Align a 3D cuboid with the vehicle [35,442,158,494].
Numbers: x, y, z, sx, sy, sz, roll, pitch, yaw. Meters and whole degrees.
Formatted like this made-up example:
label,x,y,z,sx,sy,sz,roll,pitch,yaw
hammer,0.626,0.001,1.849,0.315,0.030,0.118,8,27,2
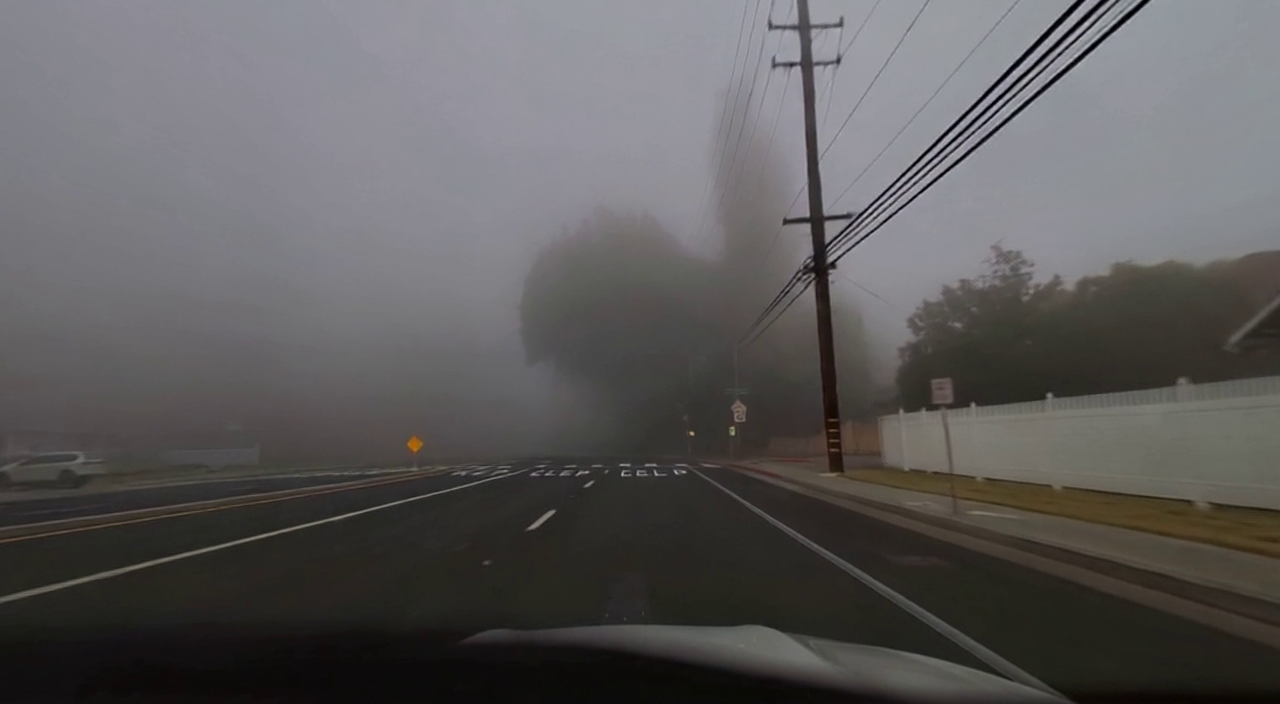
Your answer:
label,x,y,z,sx,sy,sz,roll,pitch,yaw
vehicle,-23.143,4.835,26.822,5.246,1.961,2.280,-5,-9,31
